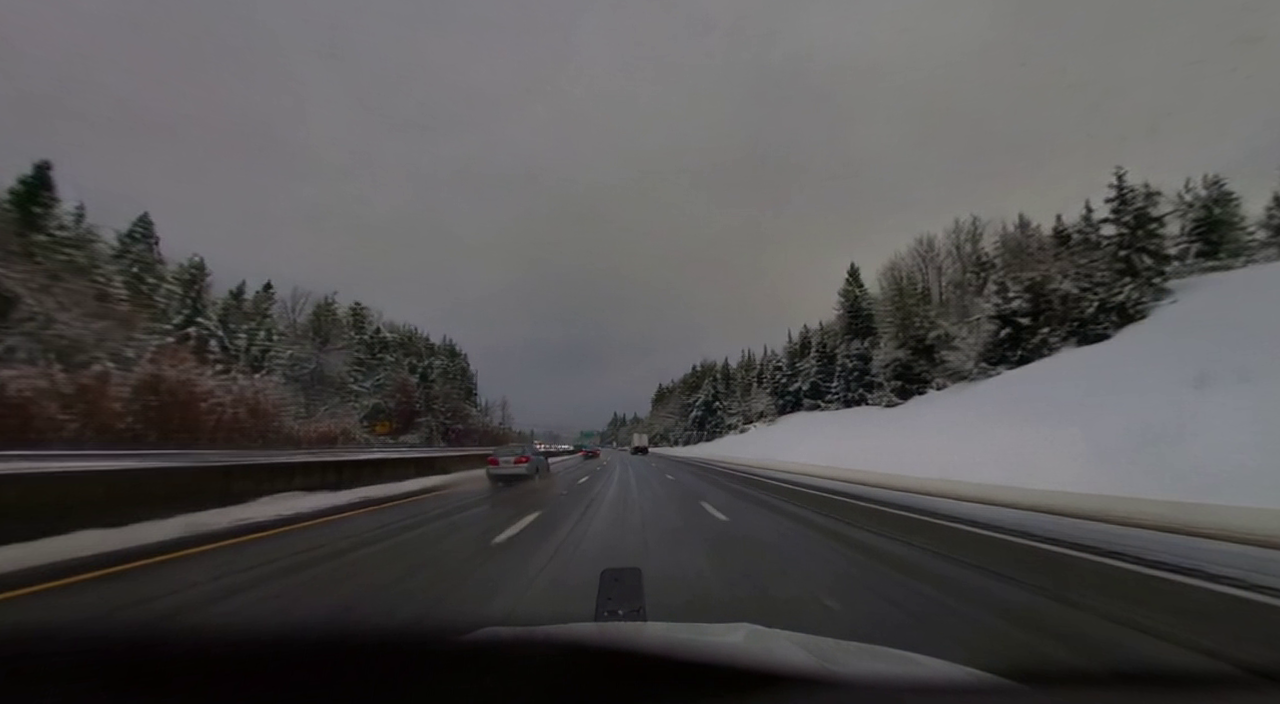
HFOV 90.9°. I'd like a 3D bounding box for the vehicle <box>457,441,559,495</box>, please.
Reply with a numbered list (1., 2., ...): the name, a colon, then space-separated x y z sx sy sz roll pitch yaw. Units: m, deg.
1. vehicle: -3.951 3.582 19.803 2.169 1.473 4.631 0 -9 0
